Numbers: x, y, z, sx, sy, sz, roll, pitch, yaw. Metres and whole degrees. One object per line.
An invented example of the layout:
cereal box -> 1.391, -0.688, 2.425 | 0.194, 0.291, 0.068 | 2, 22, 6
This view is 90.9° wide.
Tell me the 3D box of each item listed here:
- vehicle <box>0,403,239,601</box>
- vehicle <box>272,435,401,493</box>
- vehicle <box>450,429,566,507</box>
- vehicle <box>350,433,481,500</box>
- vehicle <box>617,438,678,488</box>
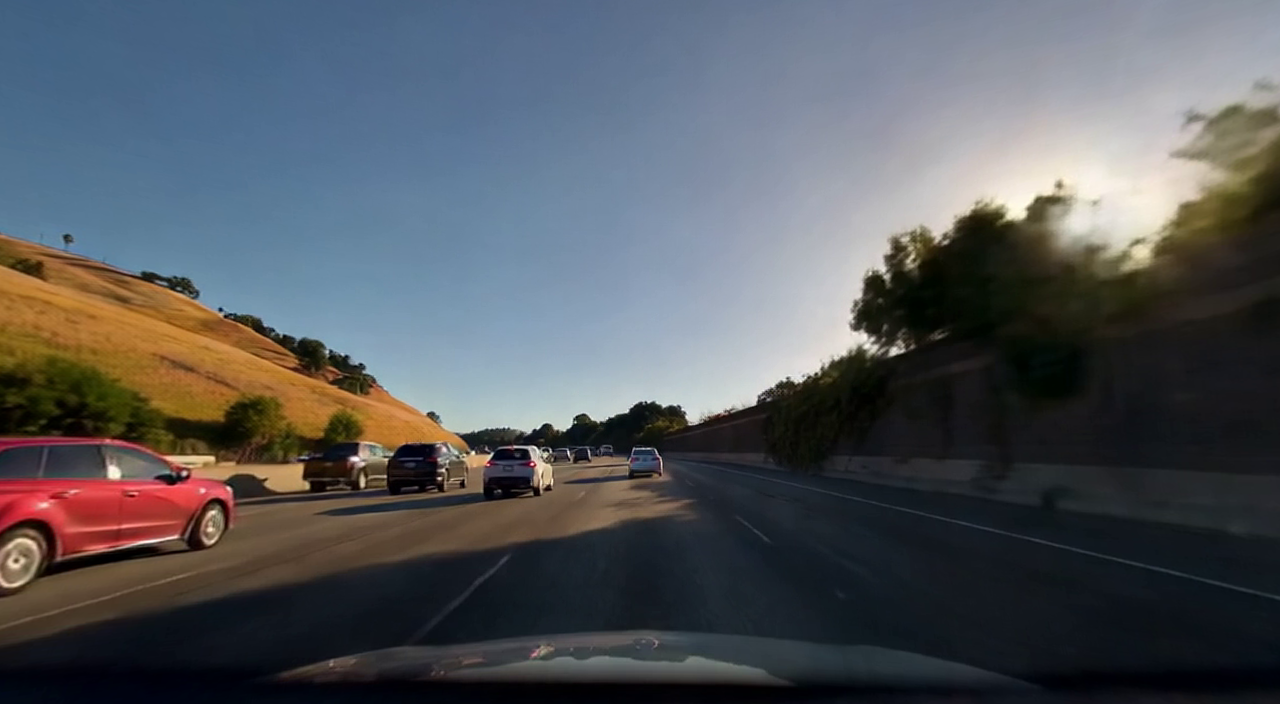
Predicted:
vehicle -> -6.997, 1.530, 6.772 | 2.215, 1.797, 4.666 | 0, -9, 1
vehicle -> -11.209, 4.169, 23.865 | 2.013, 1.908, 5.617 | 0, -9, 1
vehicle -> -3.422, 3.117, 17.352 | 2.093, 1.820, 4.506 | 0, -9, 1
vehicle -> -6.916, 3.582, 20.224 | 2.108, 1.856, 5.214 | 0, -9, 2
vehicle -> 0.261, 4.362, 25.111 | 2.233, 1.804, 4.273 | 0, -9, 0
